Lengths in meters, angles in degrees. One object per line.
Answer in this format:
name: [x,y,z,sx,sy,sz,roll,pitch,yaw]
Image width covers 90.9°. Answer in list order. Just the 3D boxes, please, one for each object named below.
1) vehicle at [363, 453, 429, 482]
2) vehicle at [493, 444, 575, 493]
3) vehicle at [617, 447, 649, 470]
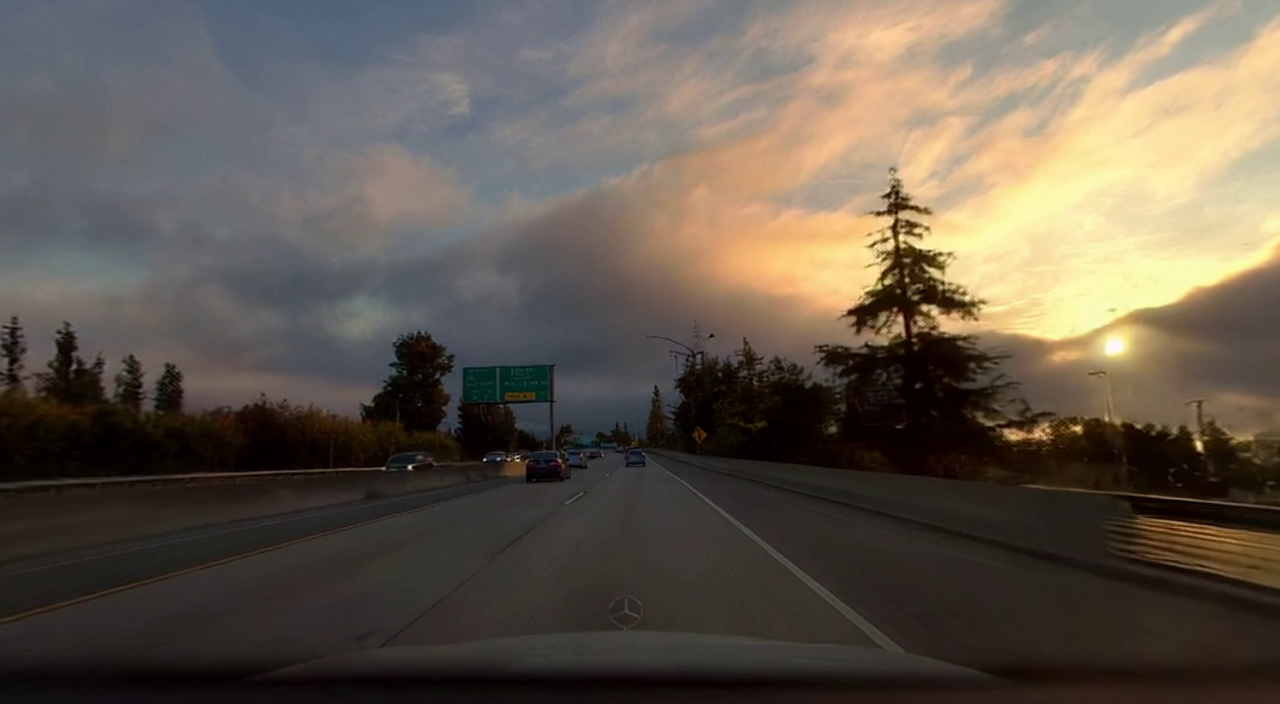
vehicle: [-13.610,6.447,35.459,1.854,1.459,4.565,0,-8,0]
vehicle: [-3.609,4.037,22.321,2.067,1.509,4.551,0,-8,1]
vehicle: [-0.519,7.387,44.073,2.100,1.471,3.956,0,-8,-1]
